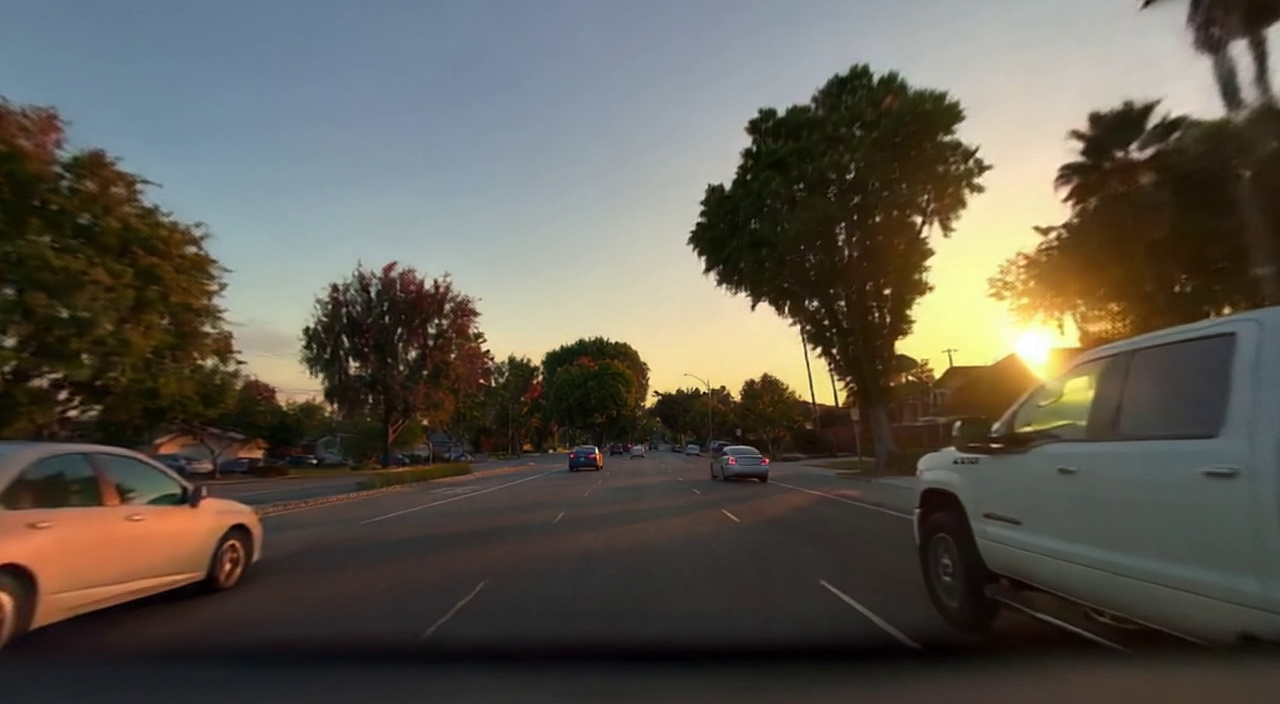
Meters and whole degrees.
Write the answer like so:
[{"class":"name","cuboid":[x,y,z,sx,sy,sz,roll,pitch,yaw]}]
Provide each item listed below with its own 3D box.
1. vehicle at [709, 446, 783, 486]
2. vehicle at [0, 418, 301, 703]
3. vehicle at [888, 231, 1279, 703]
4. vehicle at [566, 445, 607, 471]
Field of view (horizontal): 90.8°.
[{"class":"vehicle","cuboid":[4.122,4.528,25.526,2.149,1.421,4.805,0,-8,0]},{"class":"vehicle","cuboid":[-4.473,1.264,4.352,2.094,1.509,4.286,0,-8,-4]},{"class":"vehicle","cuboid":[3.422,0.682,2.611,2.478,2.030,5.723,0,-8,0]},{"class":"vehicle","cuboid":[-3.399,6.817,40.963,2.263,1.548,4.555,0,-8,0]}]
